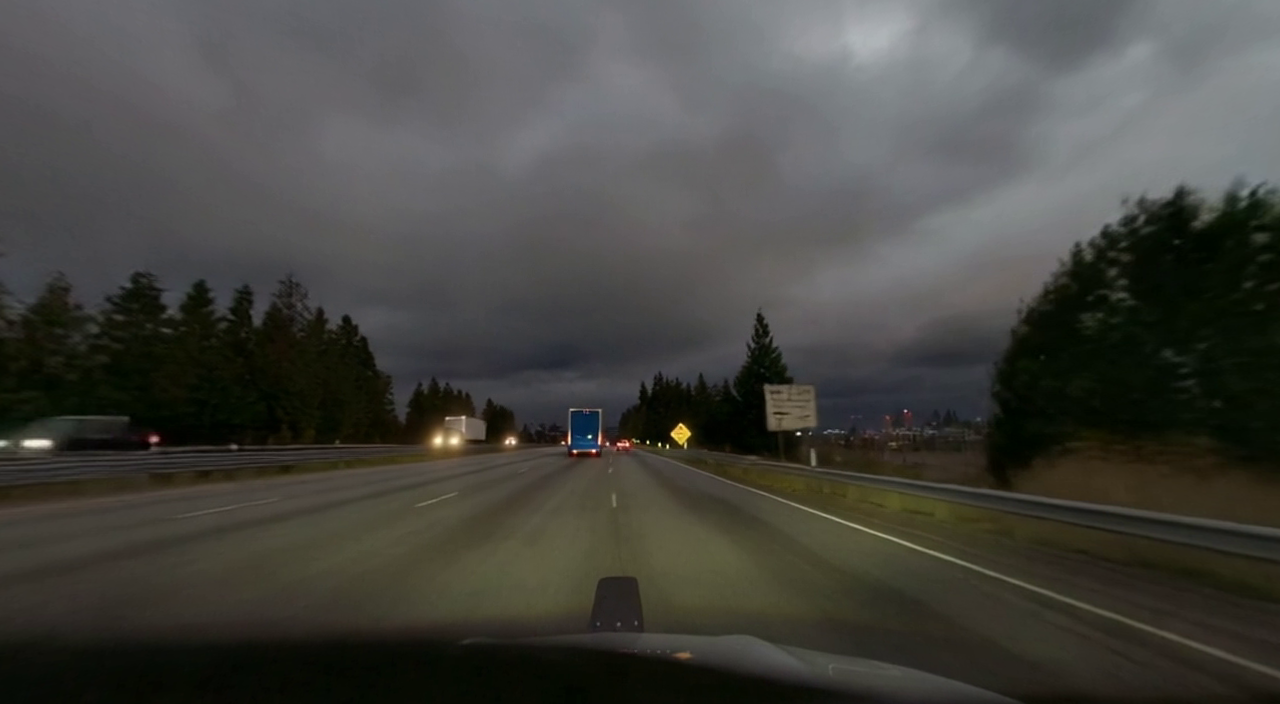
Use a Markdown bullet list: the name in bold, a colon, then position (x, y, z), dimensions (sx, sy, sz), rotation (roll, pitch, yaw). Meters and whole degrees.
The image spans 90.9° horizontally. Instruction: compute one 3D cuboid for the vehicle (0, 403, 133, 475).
- **vehicle**: position (-22.202, 3.210, 23.179), dimensions (2.136, 2.320, 5.993), rotation (1, -9, -1)
